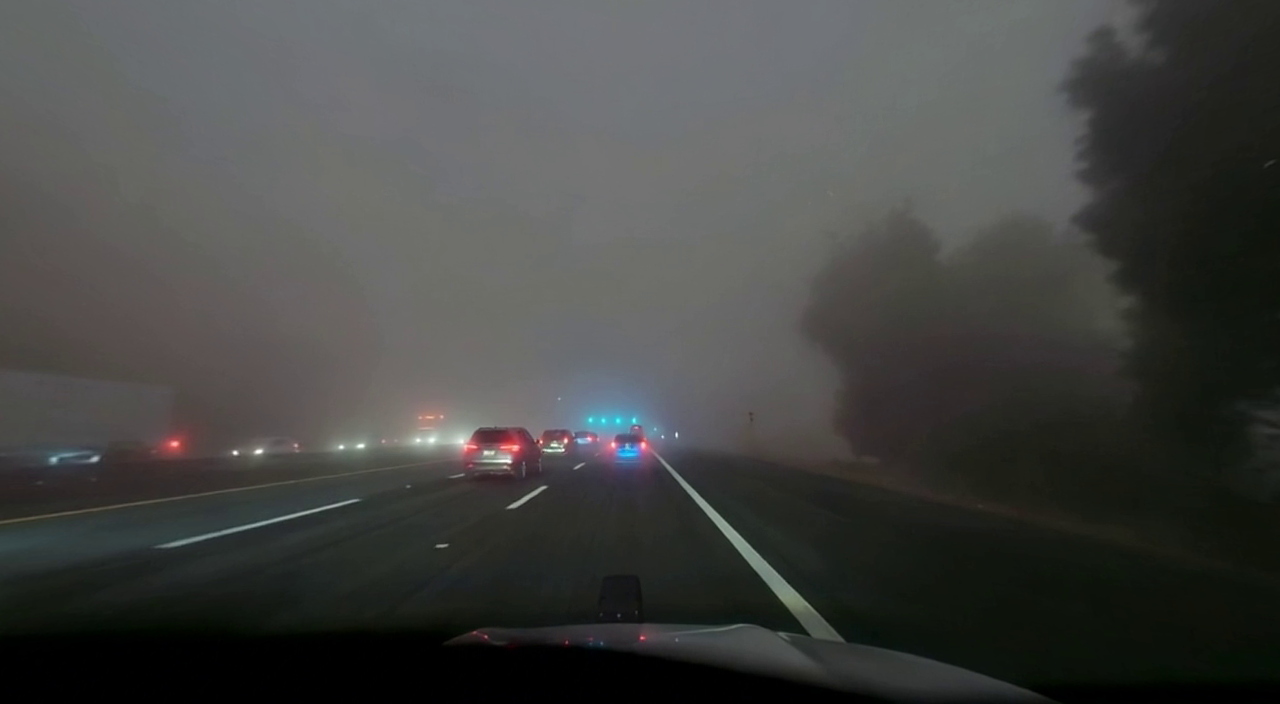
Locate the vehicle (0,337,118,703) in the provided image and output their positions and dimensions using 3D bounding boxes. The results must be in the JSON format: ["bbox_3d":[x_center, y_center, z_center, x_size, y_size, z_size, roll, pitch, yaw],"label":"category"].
[{"bbox_3d":[-3.810,0.579,1.090,2.107,1.703,4.274,0,-8,0],"label":"vehicle"}]

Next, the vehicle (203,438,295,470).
[{"bbox_3d":[-19.485,5.049,31.539,1.864,1.483,4.219,0,-8,1],"label":"vehicle"}]

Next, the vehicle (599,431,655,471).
[{"bbox_3d":[-0.483,3.882,24.902,2.070,1.452,3.834,0,-8,0],"label":"vehicle"}]

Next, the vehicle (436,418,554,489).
[{"bbox_3d":[-3.843,2.782,17.629,2.154,1.690,4.595,0,-8,1],"label":"vehicle"}]

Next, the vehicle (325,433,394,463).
[{"bbox_3d":[-15.576,5.338,35.158,1.982,1.516,4.137,0,-8,0],"label":"vehicle"}]
